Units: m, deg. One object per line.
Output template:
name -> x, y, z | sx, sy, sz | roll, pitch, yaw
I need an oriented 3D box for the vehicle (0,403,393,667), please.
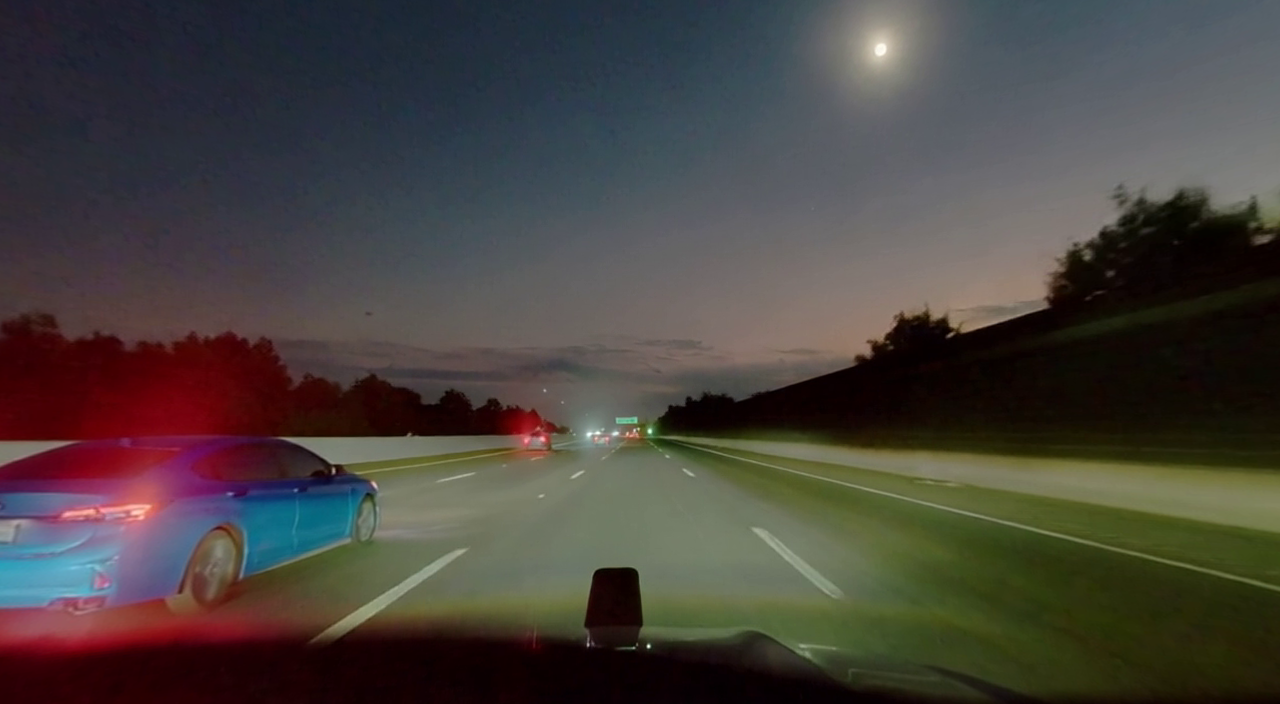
vehicle -> -4.071, 1.313, 5.613 | 2.079, 1.500, 3.881 | 0, -8, 1

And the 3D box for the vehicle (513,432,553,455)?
vehicle -> -7.912, 6.781, 46.844 | 2.053, 1.582, 4.878 | 0, -8, 1
